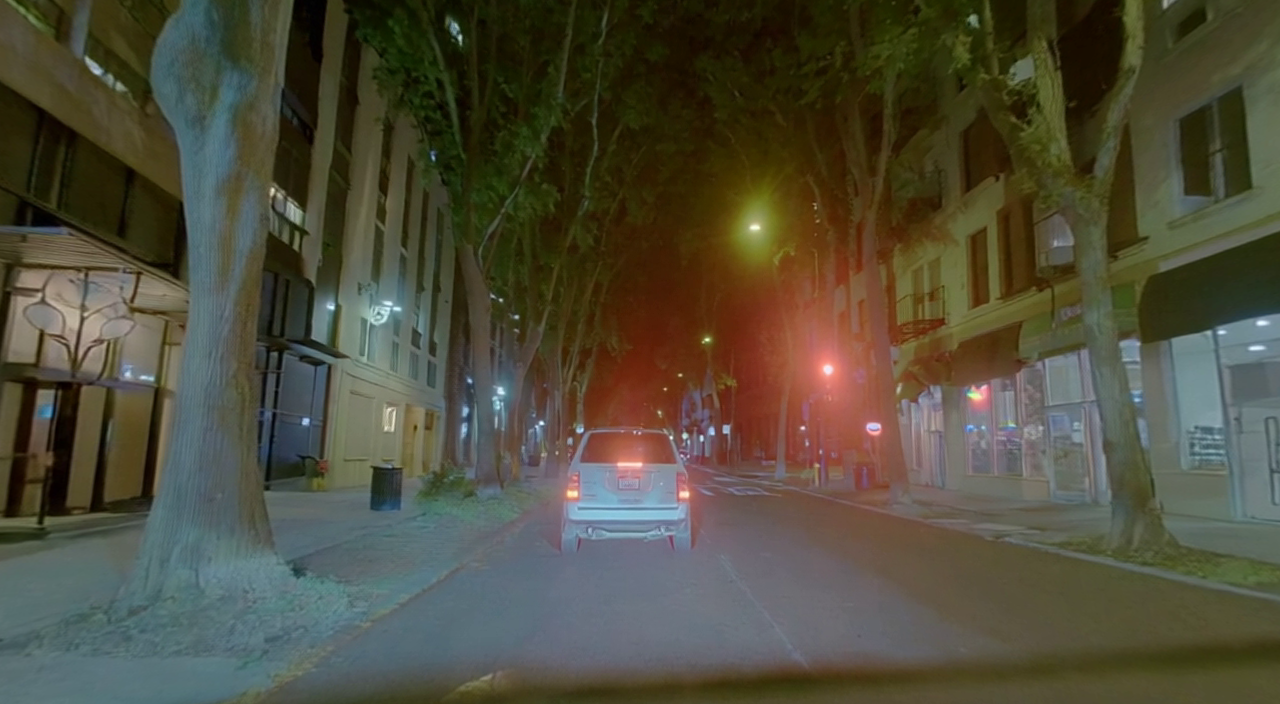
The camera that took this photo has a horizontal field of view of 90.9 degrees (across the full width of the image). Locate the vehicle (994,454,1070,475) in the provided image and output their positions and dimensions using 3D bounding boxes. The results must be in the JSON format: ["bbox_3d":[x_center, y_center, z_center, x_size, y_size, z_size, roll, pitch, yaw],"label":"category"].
[{"bbox_3d":[29.755,8.530,47.913,4.668,1.441,1.904,1,-9,-6],"label":"vehicle"}]

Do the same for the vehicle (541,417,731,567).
[{"bbox_3d":[-0.087,1.824,8.925,2.079,1.621,3.861,0,-8,-1],"label":"vehicle"}]

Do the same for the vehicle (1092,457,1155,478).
[{"bbox_3d":[36.732,8.776,47.914,3.445,1.363,1.608,2,-8,-1],"label":"vehicle"}]
